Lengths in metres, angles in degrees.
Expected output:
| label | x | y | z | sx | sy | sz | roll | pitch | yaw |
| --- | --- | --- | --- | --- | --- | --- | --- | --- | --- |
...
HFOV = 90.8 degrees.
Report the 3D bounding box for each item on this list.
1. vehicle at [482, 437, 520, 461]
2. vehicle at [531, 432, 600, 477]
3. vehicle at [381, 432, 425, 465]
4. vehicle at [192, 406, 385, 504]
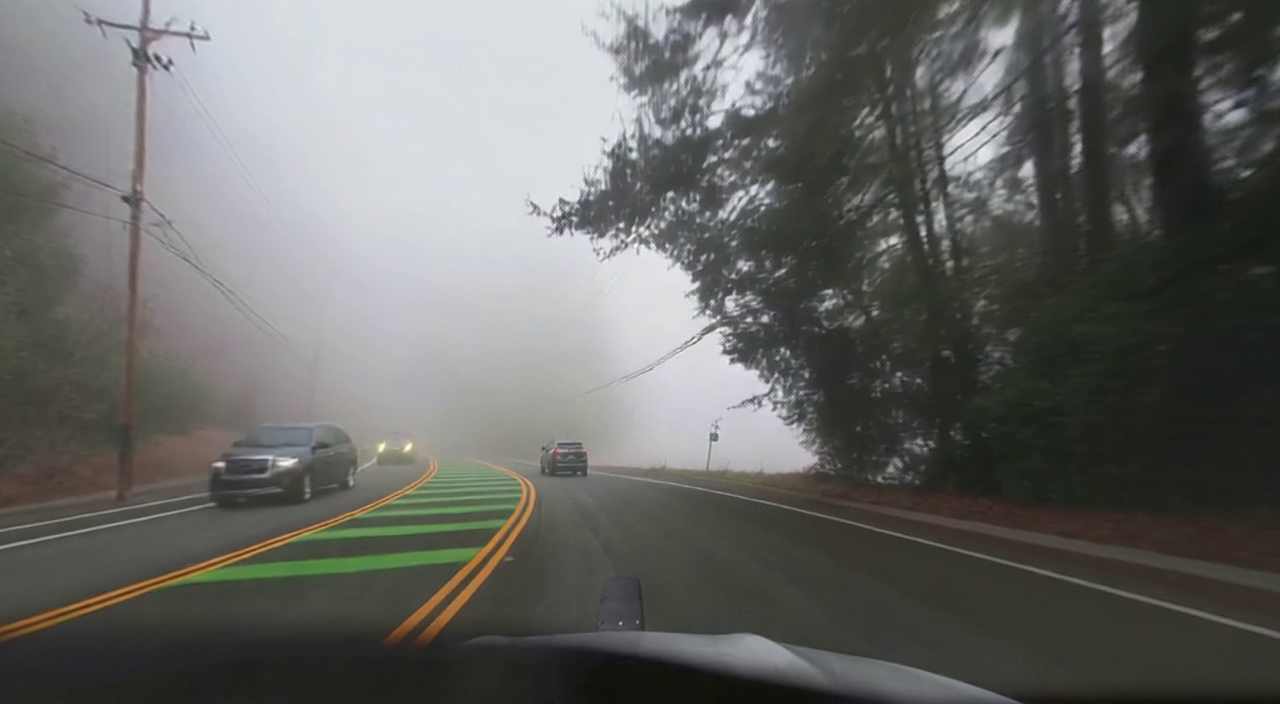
| label | x | y | z | sx | sy | sz | roll | pitch | yaw |
| --- | --- | --- | --- | --- | --- | --- | --- | --- | --- |
| vehicle | -10.478 | 7.269 | 47.343 | 2.075 | 1.699 | 4.520 | 3 | -9 | -21 |
| vehicle | -3.317 | 4.393 | 27.302 | 2.140 | 1.767 | 4.720 | 3 | -9 | -17 |
| vehicle | -13.130 | 5.308 | 35.173 | 1.967 | 1.688 | 4.286 | 2 | -7 | -17 |
| vehicle | -8.664 | 2.631 | 16.458 | 2.524 | 2.051 | 5.963 | 1 | -9 | -11 |
